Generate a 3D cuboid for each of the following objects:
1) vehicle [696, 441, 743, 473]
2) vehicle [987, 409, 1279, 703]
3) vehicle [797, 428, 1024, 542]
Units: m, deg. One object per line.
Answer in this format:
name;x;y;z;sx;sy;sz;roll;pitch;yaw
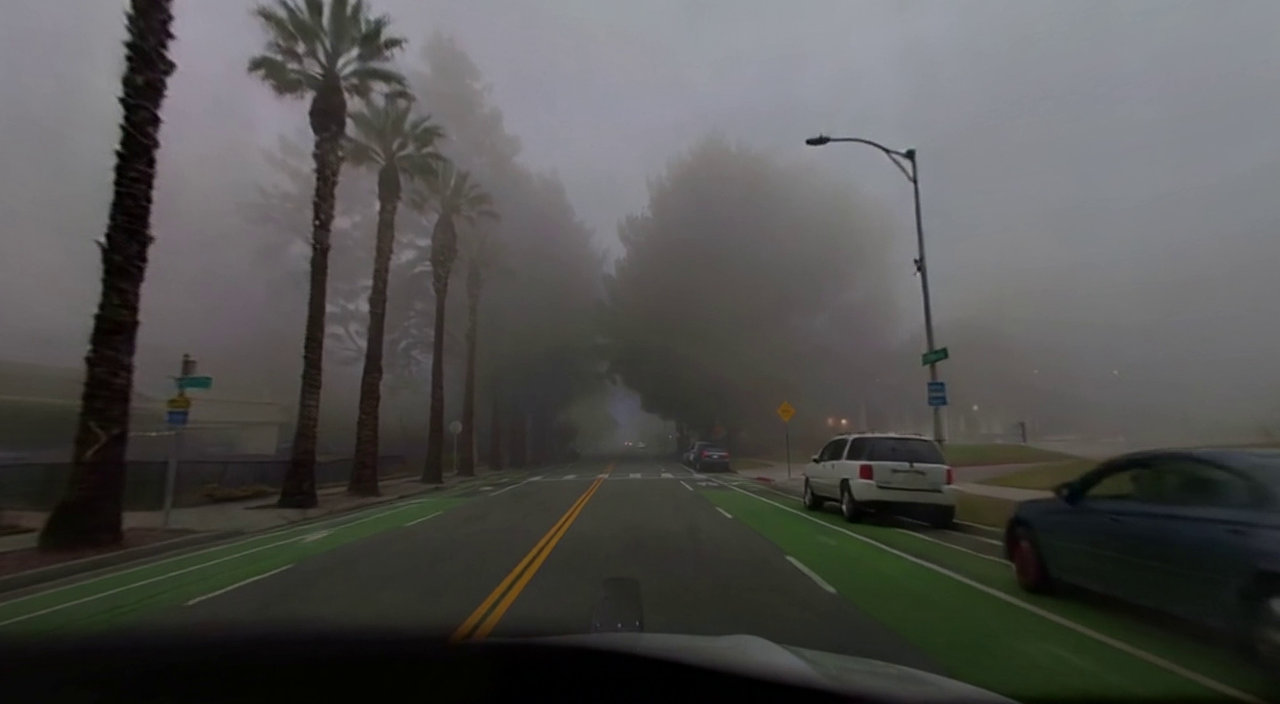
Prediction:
vehicle;4.368;5.867;35.386;1.997;1.640;4.494;0;-9;-1
vehicle;4.493;1.290;4.152;2.000;1.732;4.298;-1;-9;1
vehicle;4.748;2.404;12.124;2.144;1.720;4.794;0;-9;-1
